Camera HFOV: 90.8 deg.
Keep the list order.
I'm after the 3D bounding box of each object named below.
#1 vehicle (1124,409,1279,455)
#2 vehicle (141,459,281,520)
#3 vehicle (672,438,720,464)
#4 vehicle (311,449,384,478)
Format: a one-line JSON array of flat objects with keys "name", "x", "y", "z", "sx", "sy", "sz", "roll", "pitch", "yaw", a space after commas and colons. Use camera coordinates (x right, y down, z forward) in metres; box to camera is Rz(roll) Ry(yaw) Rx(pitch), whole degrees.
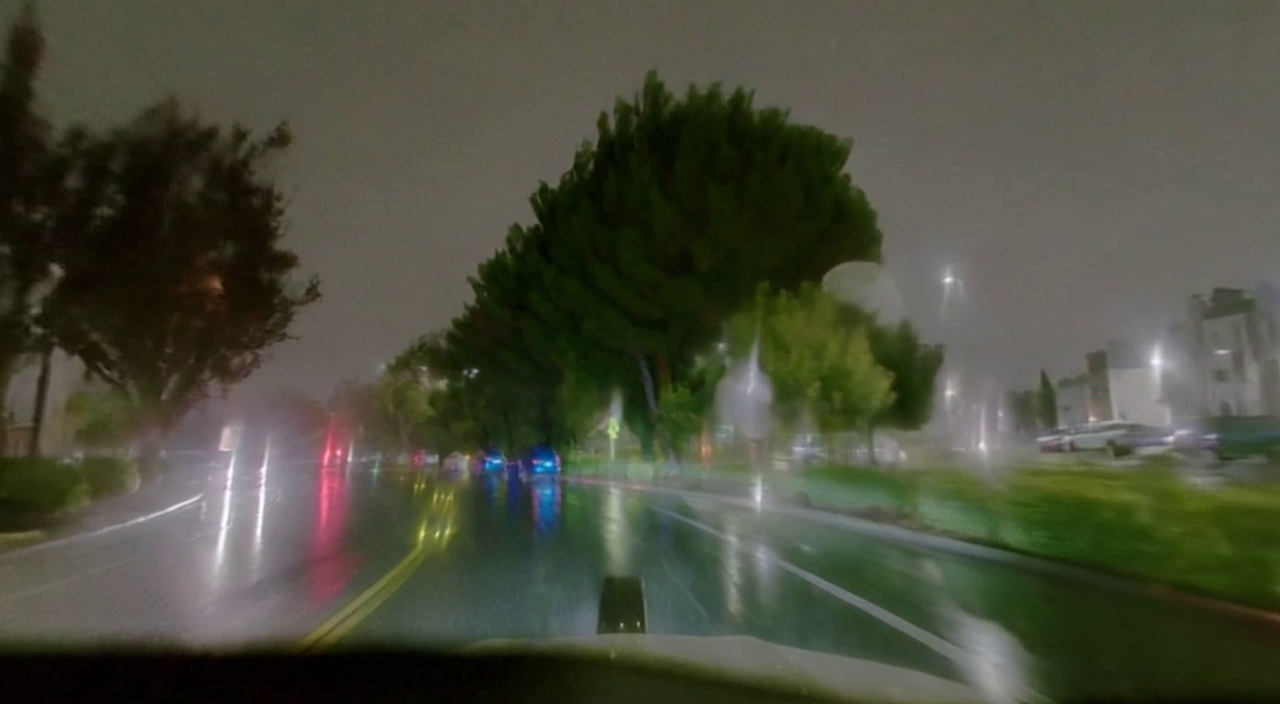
[{"name": "vehicle", "x": 20.002, "y": 2.832, "z": 22.119, "sx": 4.462, "sy": 1.474, "sz": 1.765, "roll": -4, "pitch": -10, "yaw": 24}, {"name": "vehicle", "x": -13.390, "y": 4.236, "z": 20.345, "sx": 2.772, "sy": 1.161, "sz": 7.241, "roll": 1, "pitch": -7, "yaw": -26}, {"name": "vehicle", "x": 4.037, "y": 6.992, "z": 44.863, "sx": 1.900, "sy": 1.711, "sz": 4.666, "roll": -4, "pitch": -9, "yaw": 24}, {"name": "vehicle", "x": -20.983, "y": 7.940, "z": 45.273, "sx": 5.202, "sy": 1.817, "sz": 2.042, "roll": -4, "pitch": -9, "yaw": 30}]
